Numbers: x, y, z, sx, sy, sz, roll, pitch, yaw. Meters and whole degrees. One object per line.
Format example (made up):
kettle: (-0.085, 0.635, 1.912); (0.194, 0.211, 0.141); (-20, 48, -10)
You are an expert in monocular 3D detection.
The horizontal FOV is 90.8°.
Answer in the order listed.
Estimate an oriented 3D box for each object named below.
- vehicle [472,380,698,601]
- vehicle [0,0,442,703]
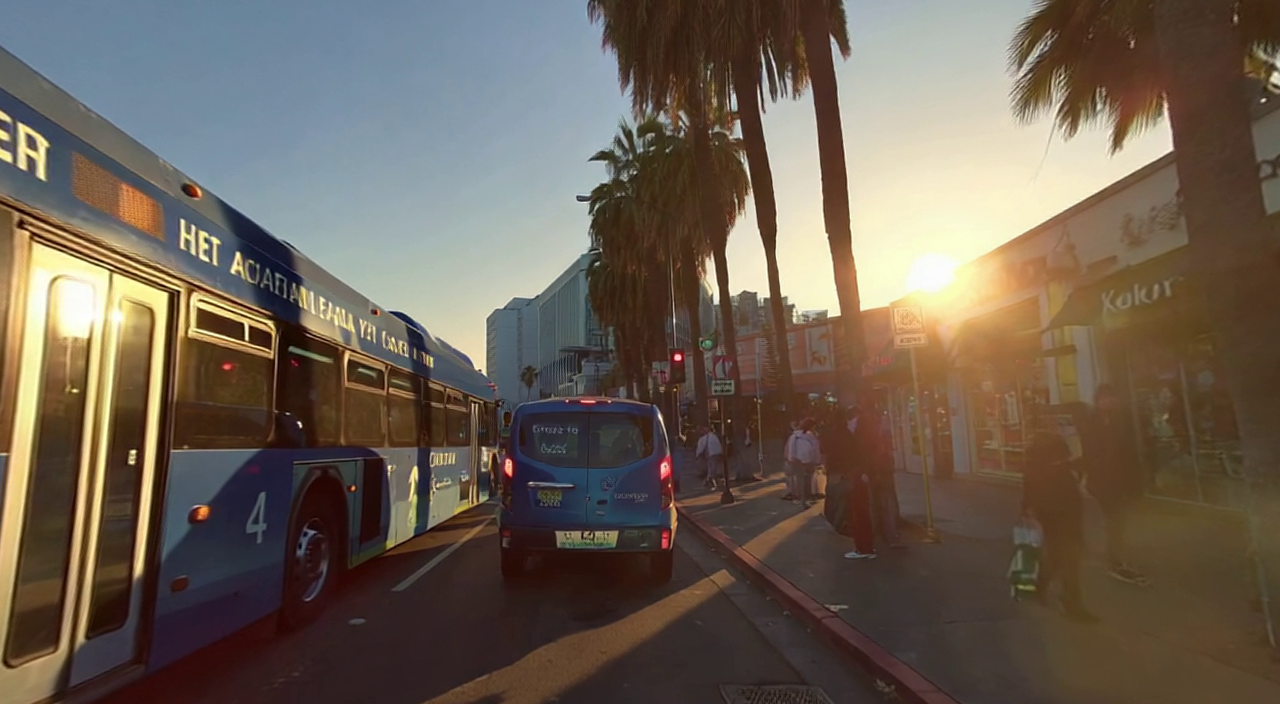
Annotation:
vehicle: (-0.797, 1.527, 7.795); (2.002, 1.907, 4.211); (1, -9, -9)
vehicle: (-3.719, 0.140, 2.870); (2.863, 3.233, 11.573); (1, -8, -5)
